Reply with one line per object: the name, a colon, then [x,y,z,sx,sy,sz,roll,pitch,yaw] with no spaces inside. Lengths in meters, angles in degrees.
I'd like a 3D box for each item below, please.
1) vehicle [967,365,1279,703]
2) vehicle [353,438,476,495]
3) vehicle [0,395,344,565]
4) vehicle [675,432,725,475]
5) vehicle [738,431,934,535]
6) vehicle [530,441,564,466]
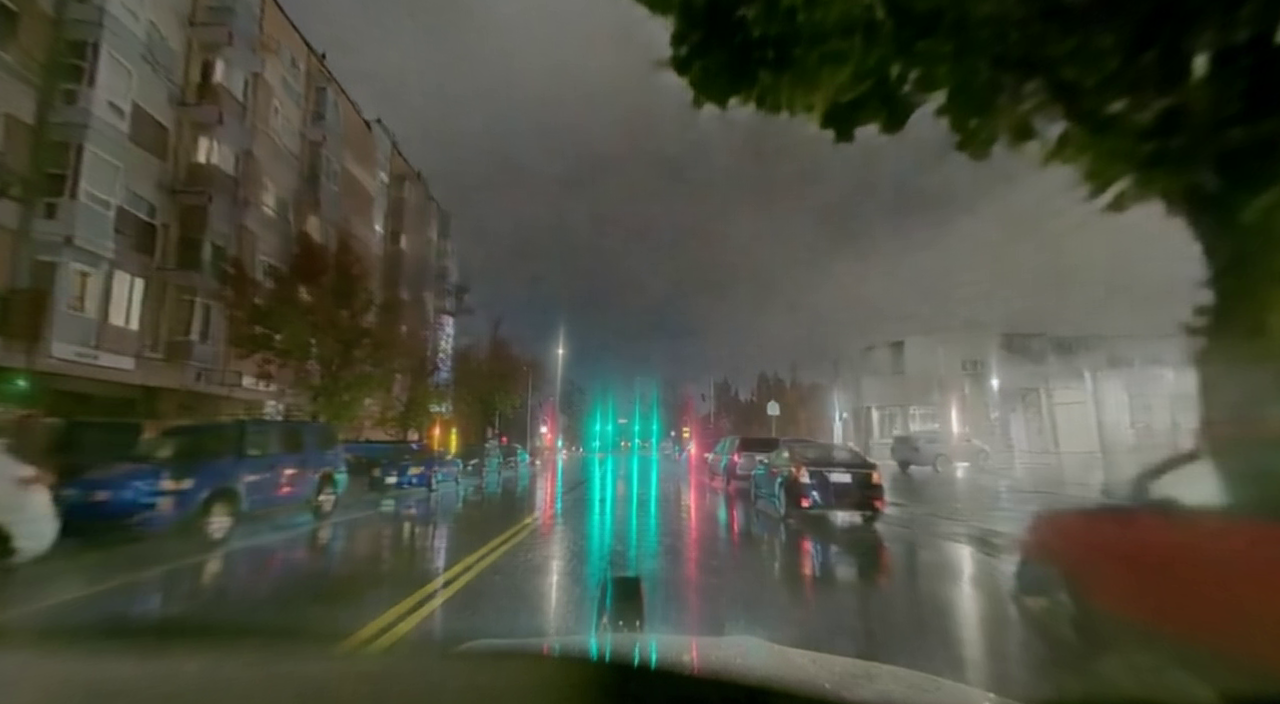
vehicle: [3.383,0.919,2.620,1.828,1.664,4.035,0,-8,-1]
vehicle: [-6.622,3.377,19.172,1.913,1.479,4.714,0,-8,1]
vehicle: [-6.693,1.814,9.806,2.008,1.969,4.740,0,-8,-2]
vehicle: [2.711,4.668,29.461,1.954,1.845,4.682,0,-8,1]
vehicle: [3.181,2.203,11.483,1.908,1.461,4.873,0,-8,-1]
vehicle: [-6.971,7.635,47.861,1.893,1.758,4.019,0,-8,0]
